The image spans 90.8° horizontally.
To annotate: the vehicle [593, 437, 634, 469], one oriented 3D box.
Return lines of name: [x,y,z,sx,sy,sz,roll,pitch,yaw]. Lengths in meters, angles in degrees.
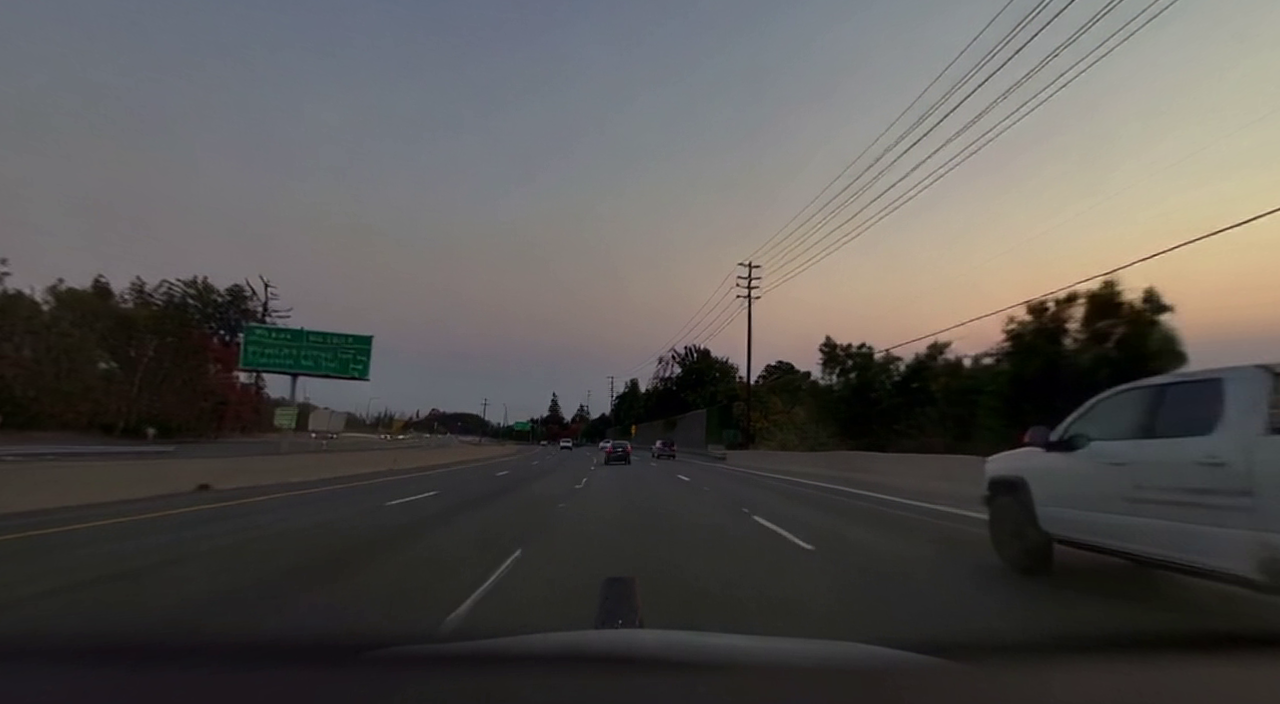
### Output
vehicle: [-1.519,5.714,35.915,2.188,1.714,3.921,0,-8,-3]

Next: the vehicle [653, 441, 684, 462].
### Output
vehicle: [2.058,7.409,47.245,1.789,1.503,3.897,1,-8,-5]

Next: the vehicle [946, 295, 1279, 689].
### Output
vehicle: [4.586,0.790,3.724,2.504,2.033,5.979,0,-8,-1]
